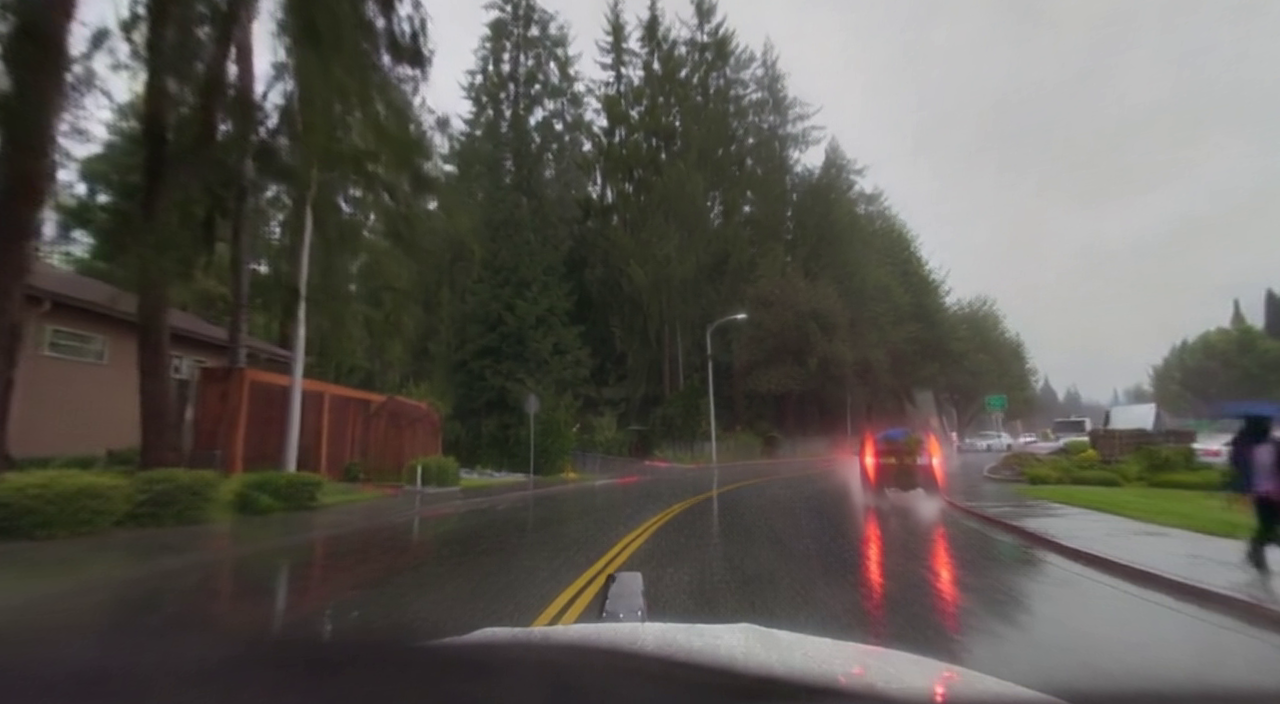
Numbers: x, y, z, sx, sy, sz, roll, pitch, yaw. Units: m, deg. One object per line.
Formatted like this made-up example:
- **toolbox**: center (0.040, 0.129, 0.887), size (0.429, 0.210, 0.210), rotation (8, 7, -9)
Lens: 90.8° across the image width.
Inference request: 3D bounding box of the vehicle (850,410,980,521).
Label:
- **vehicle**: center (6.225, 2.583, 14.707), size (2.043, 2.250, 3.024), rotation (-1, -9, 11)
